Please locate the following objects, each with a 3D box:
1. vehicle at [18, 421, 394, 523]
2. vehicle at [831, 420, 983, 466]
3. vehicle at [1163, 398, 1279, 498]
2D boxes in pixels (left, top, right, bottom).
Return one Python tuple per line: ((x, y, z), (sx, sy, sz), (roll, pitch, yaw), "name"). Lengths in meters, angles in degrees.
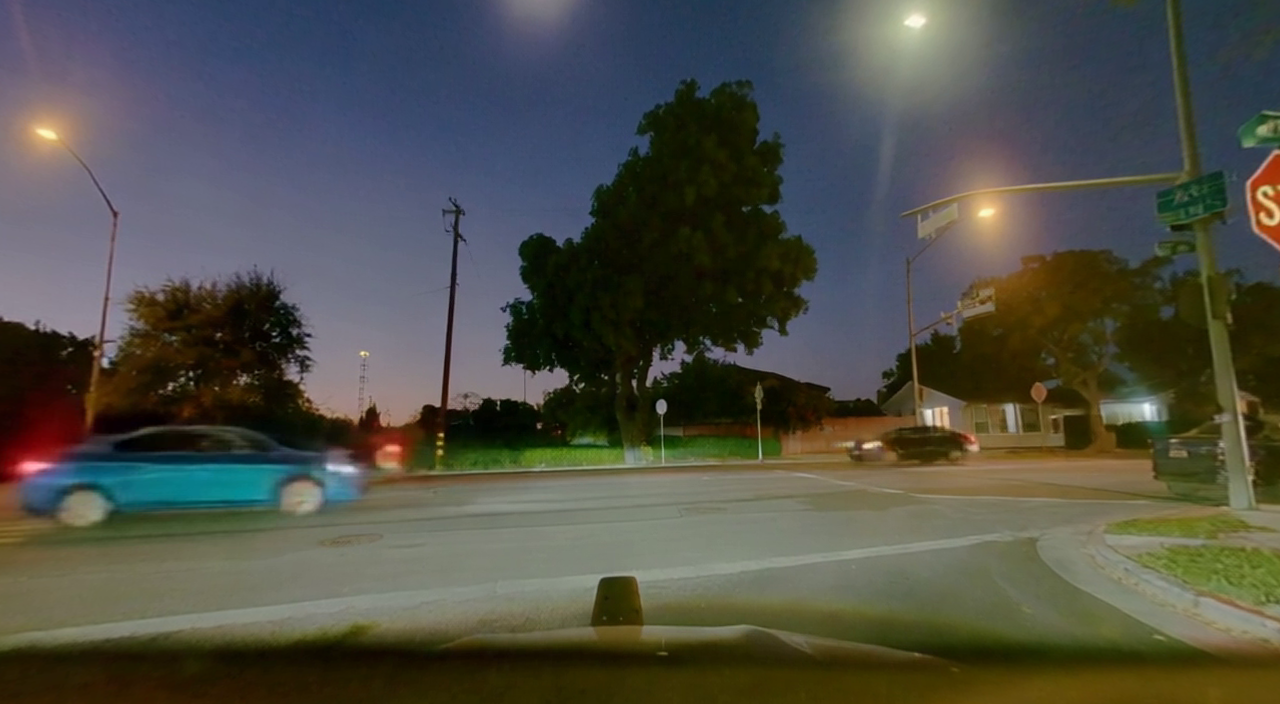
((-7.048, 2.005, 11.031), (4.990, 1.454, 1.875), (3, -9, -23), "vehicle")
((9.172, 3.145, 21.850), (4.548, 1.469, 1.864), (2, -9, -13), "vehicle")
((12.805, 1.803, 11.965), (4.208, 1.685, 2.014), (1, -8, -8), "vehicle")
